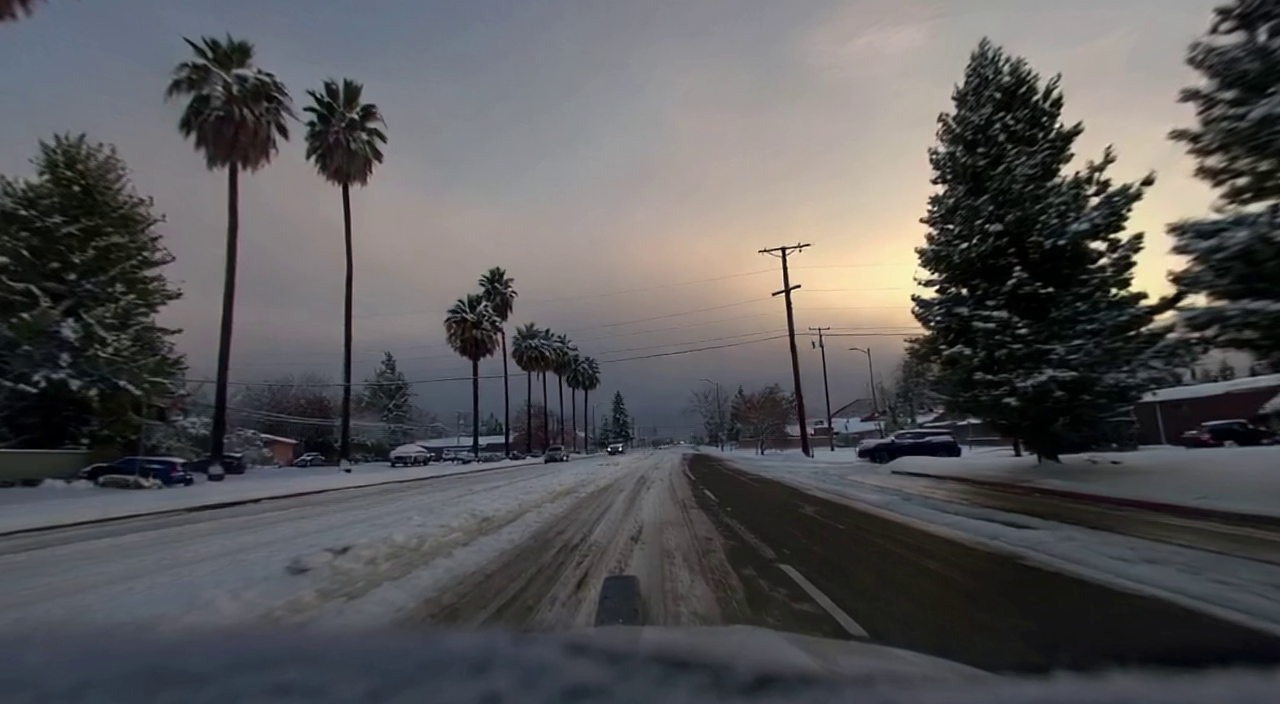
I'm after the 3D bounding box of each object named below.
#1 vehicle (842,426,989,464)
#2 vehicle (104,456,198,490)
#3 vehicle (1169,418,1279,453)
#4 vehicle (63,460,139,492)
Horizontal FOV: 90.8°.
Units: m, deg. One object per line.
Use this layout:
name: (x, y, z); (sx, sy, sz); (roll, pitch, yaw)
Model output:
vehicle: (13.211, 4.524, 30.665); (5.981, 1.680, 2.327); (-1, -9, 4)
vehicle: (-29.833, 7.298, 38.511); (5.477, 1.876, 2.389); (-5, -11, 29)
vehicle: (31.063, 4.374, 32.903); (5.062, 1.742, 1.976); (-1, -9, 3)
vehicle: (-30.354, 6.918, 35.546); (4.255, 1.647, 2.004); (-6, -11, 34)
